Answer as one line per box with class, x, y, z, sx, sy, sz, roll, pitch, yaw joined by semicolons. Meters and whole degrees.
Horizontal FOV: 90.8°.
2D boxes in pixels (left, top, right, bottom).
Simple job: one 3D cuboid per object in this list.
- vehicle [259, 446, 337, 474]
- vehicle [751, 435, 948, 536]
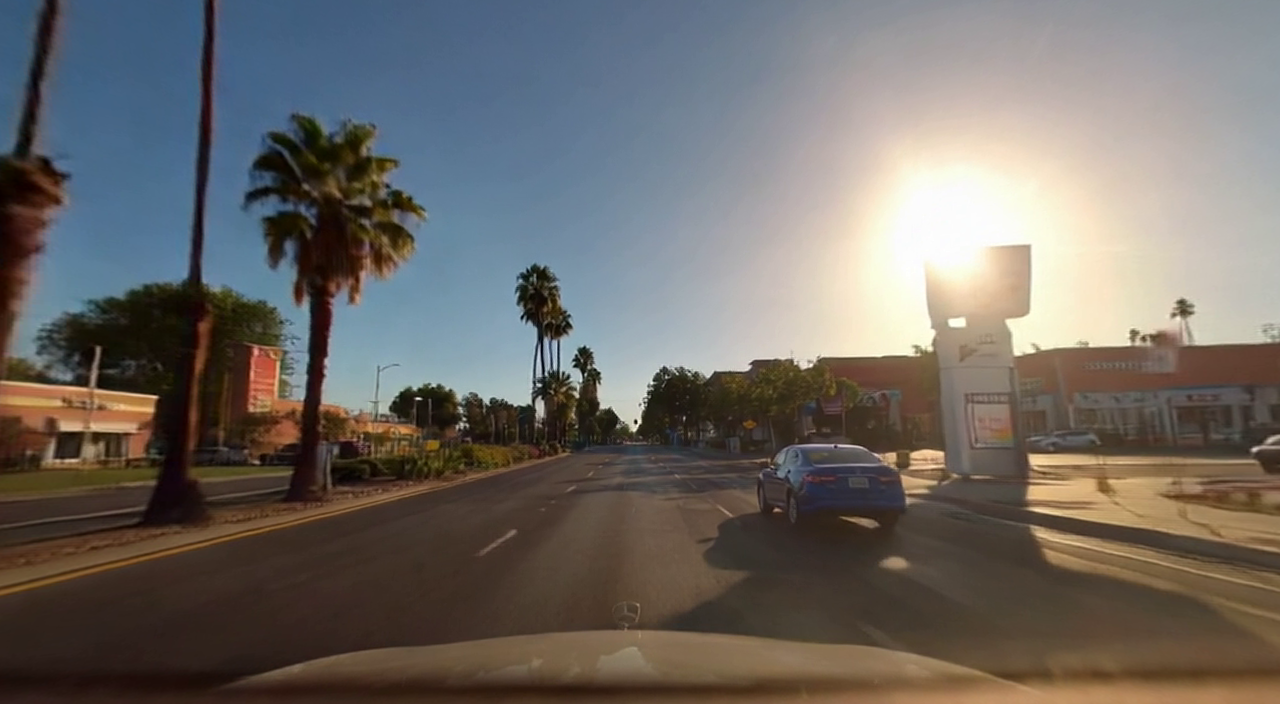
vehicle;-19.678;6.190;36.582;1.892;1.481;4.694;0;-8;0
vehicle;3.398;2.222;11.272;1.978;1.442;4.262;0;-8;-1
